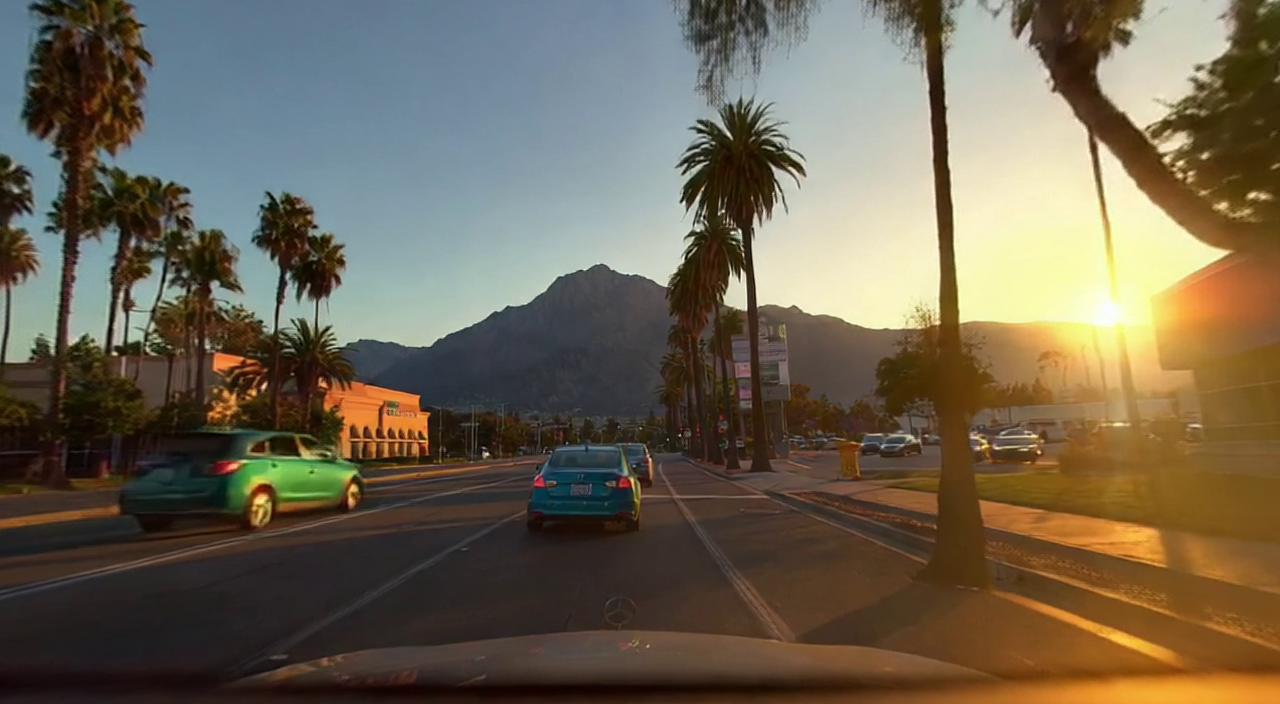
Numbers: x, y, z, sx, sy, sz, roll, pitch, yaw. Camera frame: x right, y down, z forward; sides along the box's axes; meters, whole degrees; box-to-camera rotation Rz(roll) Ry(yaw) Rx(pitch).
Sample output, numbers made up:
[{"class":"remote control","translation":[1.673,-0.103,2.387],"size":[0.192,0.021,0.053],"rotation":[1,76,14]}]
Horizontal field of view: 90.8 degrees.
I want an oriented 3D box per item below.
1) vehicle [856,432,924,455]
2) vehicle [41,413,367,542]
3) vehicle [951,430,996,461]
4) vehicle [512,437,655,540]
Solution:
[{"class":"vehicle","translation":[19.136,7.012,48.528],"size":[1.925,1.652,4.490],"rotation":[6,-10,-35]},{"class":"vehicle","translation":[-7.652,2.271,12.125],"size":[2.400,1.900,5.325],"rotation":[0,-8,1]},{"class":"vehicle","translation":[18.265,5.142,34.690],"size":[1.961,1.526,4.640],"rotation":[-4,-10,26]},{"class":"vehicle","translation":[-0.915,2.277,11.175],"size":[2.067,1.459,3.886],"rotation":[0,-9,-3]}]
